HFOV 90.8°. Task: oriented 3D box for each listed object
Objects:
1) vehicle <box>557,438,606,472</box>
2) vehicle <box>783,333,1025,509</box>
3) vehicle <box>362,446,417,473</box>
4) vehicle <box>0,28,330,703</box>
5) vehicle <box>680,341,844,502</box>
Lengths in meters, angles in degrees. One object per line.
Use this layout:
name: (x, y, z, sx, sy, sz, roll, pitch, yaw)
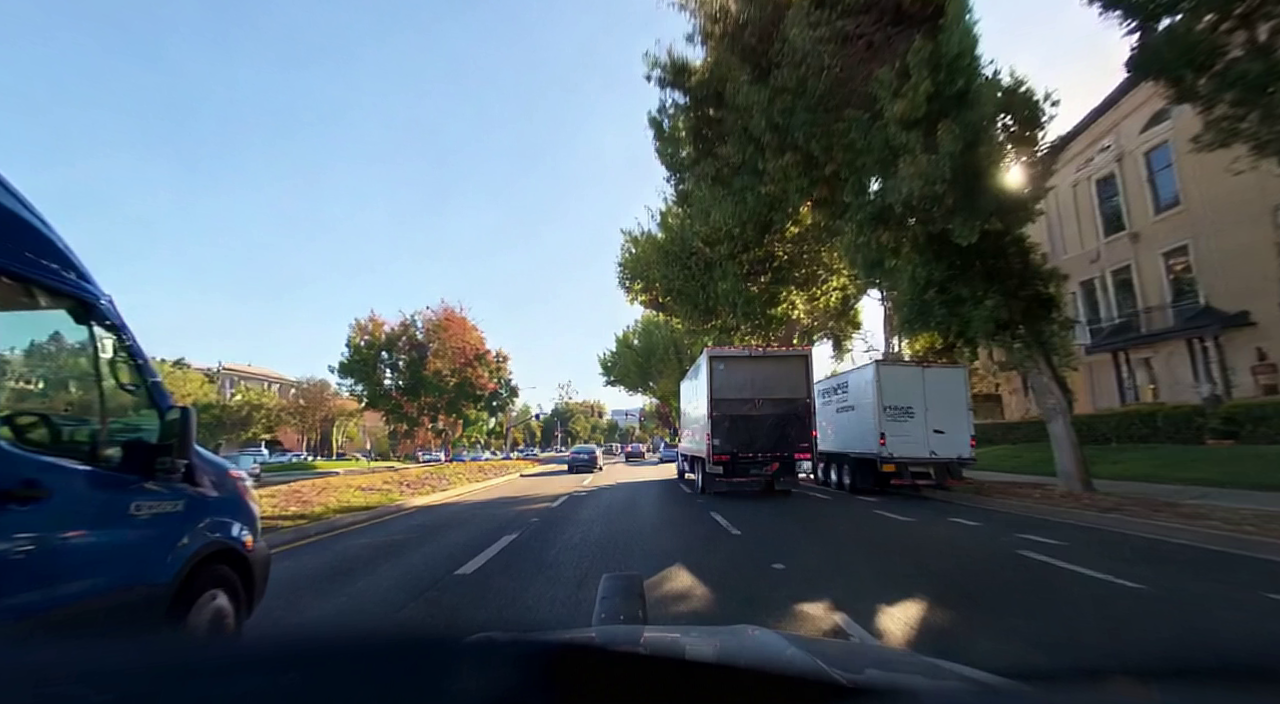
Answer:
vehicle: (-3.306, 5.986, 36.941, 2.356, 1.766, 5.674, 0, -9, 0)
vehicle: (6.974, 2.233, 18.889, 3.005, 3.947, 9.252, 0, -9, -1)
vehicle: (-18.040, 7.734, 45.683, 2.053, 1.773, 4.649, 0, -9, 0)
vehicle: (-3.446, 0.118, 1.069, 2.443, 2.784, 6.493, 0, -9, 0)
vehicle: (2.956, 2.244, 18.801, 2.861, 3.525, 9.858, 0, -9, 0)
